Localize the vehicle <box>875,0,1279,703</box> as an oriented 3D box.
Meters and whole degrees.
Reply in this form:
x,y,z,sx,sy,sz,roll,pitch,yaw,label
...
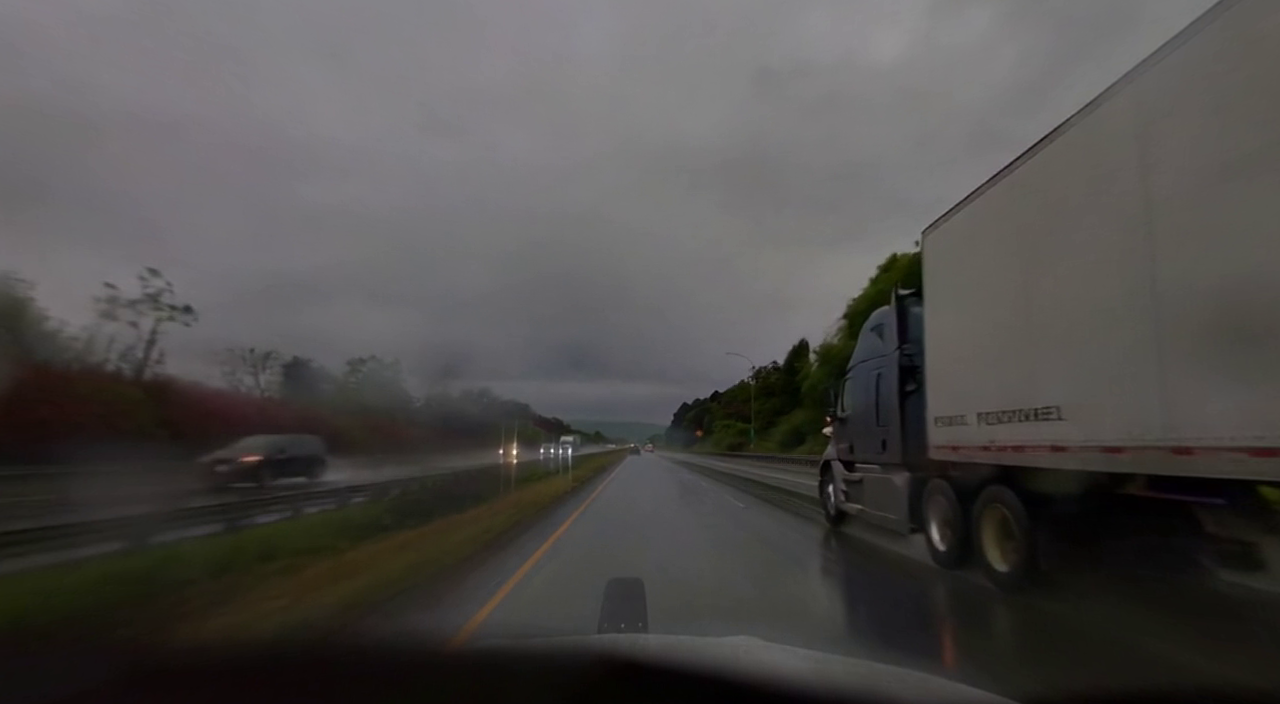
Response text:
x,y,z,sx,sy,sz,roll,pitch,yaw,label
4.902,-0.444,1.601,2.983,4.030,14.444,0,-9,0,vehicle
